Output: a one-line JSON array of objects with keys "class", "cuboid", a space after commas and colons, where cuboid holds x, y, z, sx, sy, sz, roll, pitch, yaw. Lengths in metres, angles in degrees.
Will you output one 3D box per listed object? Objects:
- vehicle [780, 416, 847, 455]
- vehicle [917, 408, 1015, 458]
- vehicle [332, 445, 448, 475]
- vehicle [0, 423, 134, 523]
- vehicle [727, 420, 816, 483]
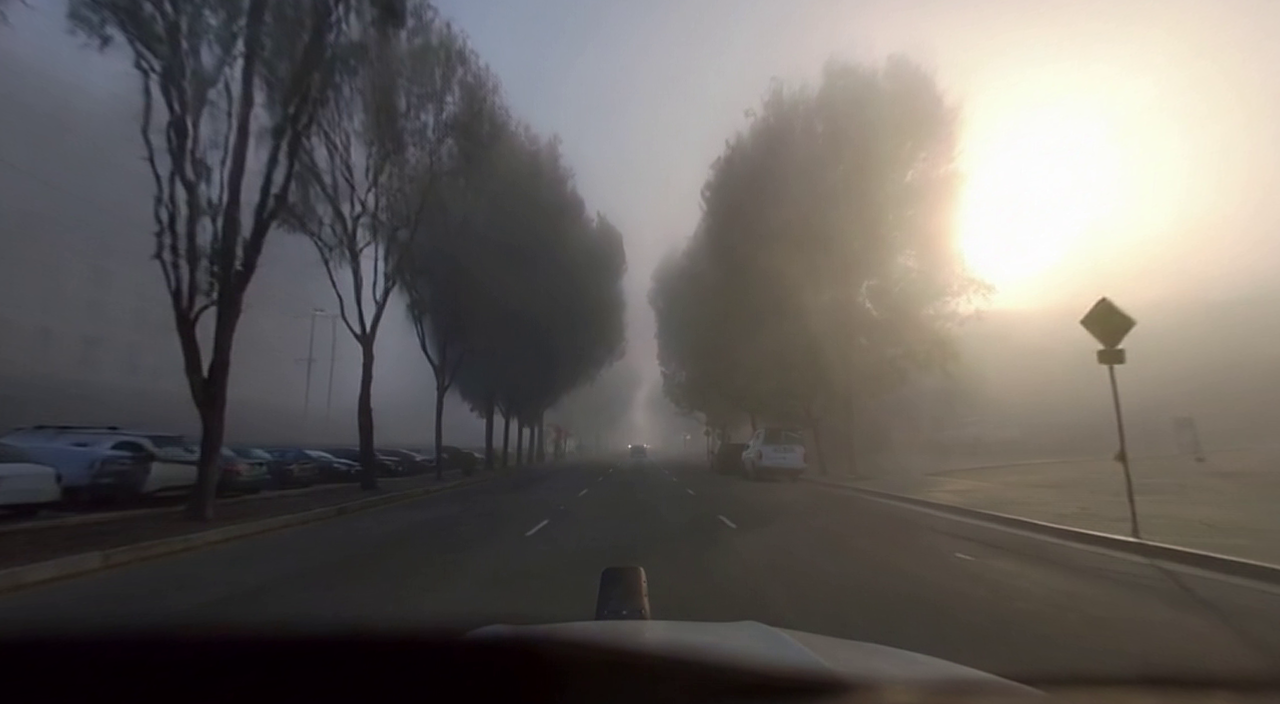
[{"class": "vehicle", "cuboid": [13.591, 6.691, 49.986, 3.046, 2.906, 7.271, 0, -9, -1]}, {"class": "vehicle", "cuboid": [18.938, 4.835, 37.087, 2.341, 2.648, 6.024, 1, -8, -2]}, {"class": "vehicle", "cuboid": [-13.198, 5.723, 33.574, 5.269, 1.491, 2.133, -1, -8, 2]}, {"class": "vehicle", "cuboid": [-13.282, 2.355, 12.556, 4.461, 1.791, 2.202, 0, -8, 0]}, {"class": "vehicle", "cuboid": [5.708, 4.458, 28.506, 2.596, 2.509, 6.178, 0, -8, -1]}]
